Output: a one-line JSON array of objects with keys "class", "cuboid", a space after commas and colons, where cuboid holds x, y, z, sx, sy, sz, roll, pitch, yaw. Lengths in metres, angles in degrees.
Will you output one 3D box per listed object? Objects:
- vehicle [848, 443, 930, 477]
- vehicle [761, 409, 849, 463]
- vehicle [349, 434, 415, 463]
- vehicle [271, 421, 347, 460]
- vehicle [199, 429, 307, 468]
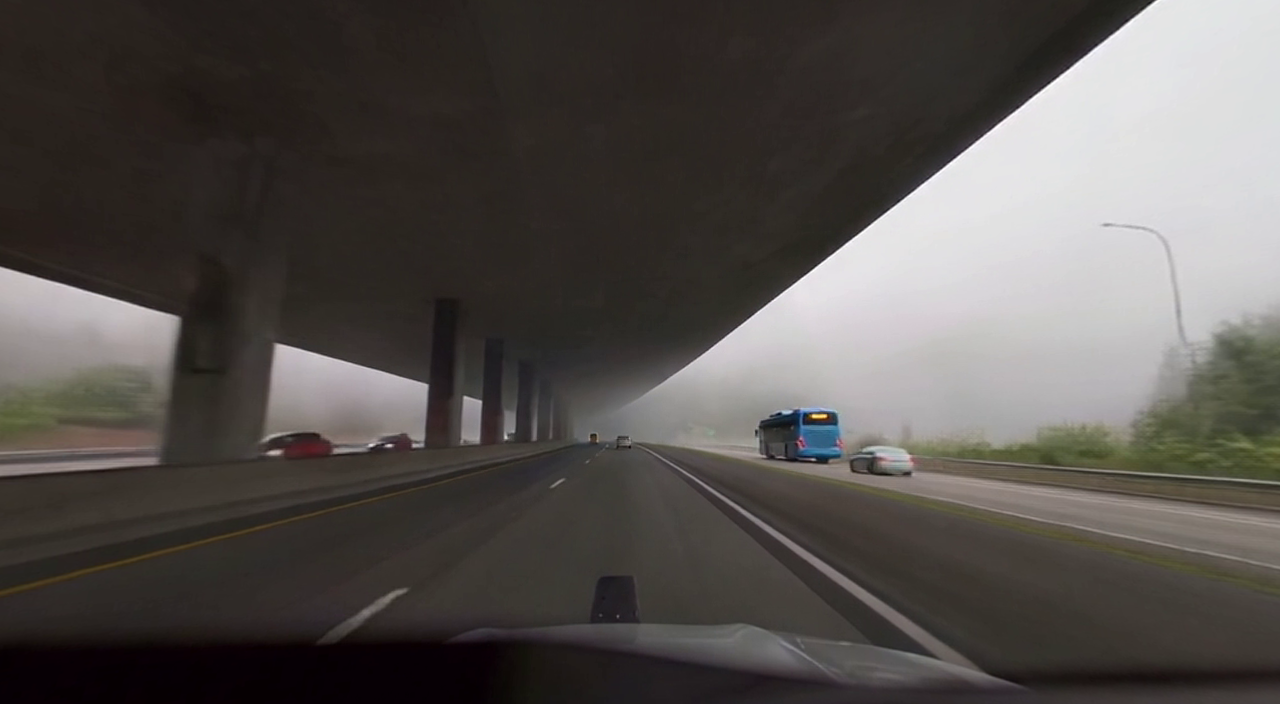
[{"class": "vehicle", "cuboid": [10.964, 4.768, 28.033, 1.866, 1.359, 4.218, 0, -8, -1]}, {"class": "vehicle", "cuboid": [11.189, 5.899, 44.234, 3.009, 3.265, 12.098, 0, -8, 0]}, {"class": "vehicle", "cuboid": [-13.772, 5.172, 33.876, 1.838, 1.446, 4.375, 1, -8, -2]}, {"class": "vehicle", "cuboid": [-17.388, 4.671, 33.190, 1.911, 1.928, 3.656, 0, -8, 1]}, {"class": "vehicle", "cuboid": [-17.291, 4.312, 28.394, 1.987, 1.600, 4.539, 0, -8, -1]}]
